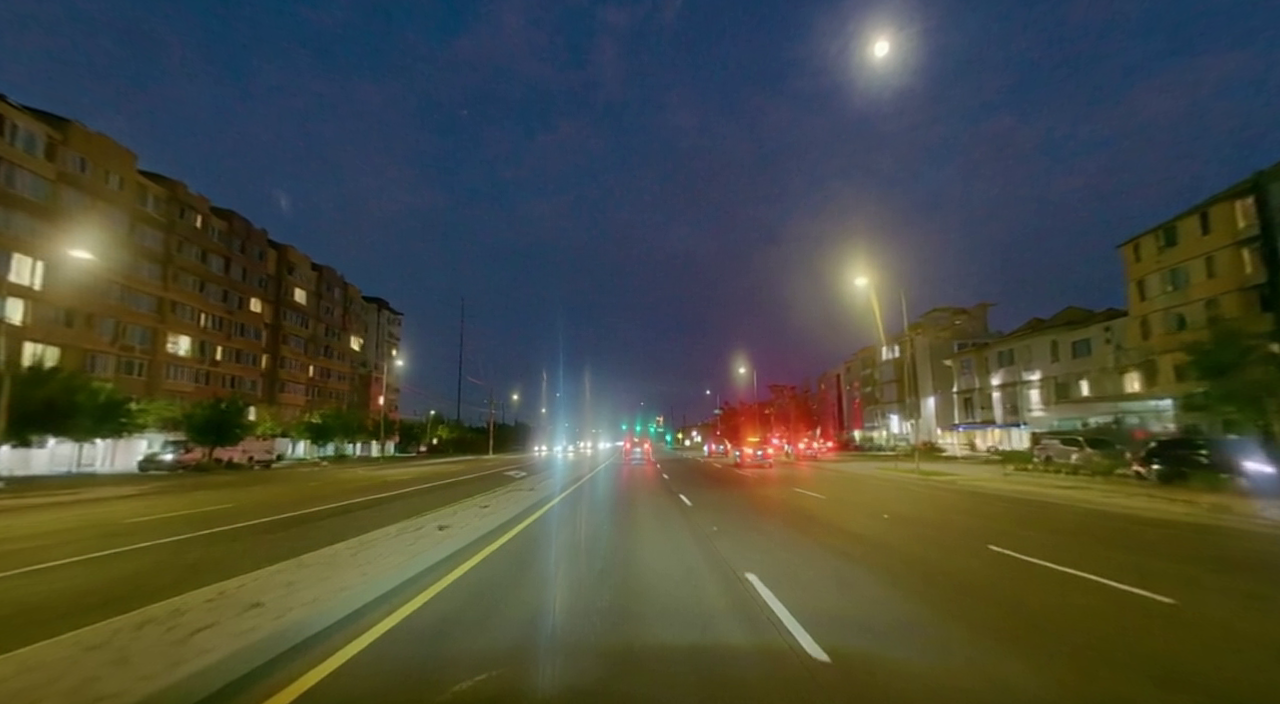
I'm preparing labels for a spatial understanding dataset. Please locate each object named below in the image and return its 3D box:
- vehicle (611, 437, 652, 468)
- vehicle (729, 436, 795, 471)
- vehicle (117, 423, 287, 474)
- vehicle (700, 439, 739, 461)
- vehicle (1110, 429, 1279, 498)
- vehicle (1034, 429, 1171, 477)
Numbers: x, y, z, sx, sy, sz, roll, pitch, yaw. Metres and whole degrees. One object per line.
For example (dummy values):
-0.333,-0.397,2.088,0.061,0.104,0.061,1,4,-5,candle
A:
-0.447,5.373,33.828,2.106,1.553,3.964,0,-9,-1,vehicle
5.789,4.903,30.579,2.121,1.557,4.898,0,-9,-1,vehicle
-33.301,7.389,48.936,4.125,3.409,11.667,-1,-8,5,vehicle
5.665,7.066,45.424,2.154,1.554,4.149,0,-9,-2,vehicle
15.006,2.811,16.330,2.025,1.523,4.581,0,-8,-1,vehicle
20.489,4.519,28.247,2.286,1.948,4.949,0,-9,-1,vehicle
